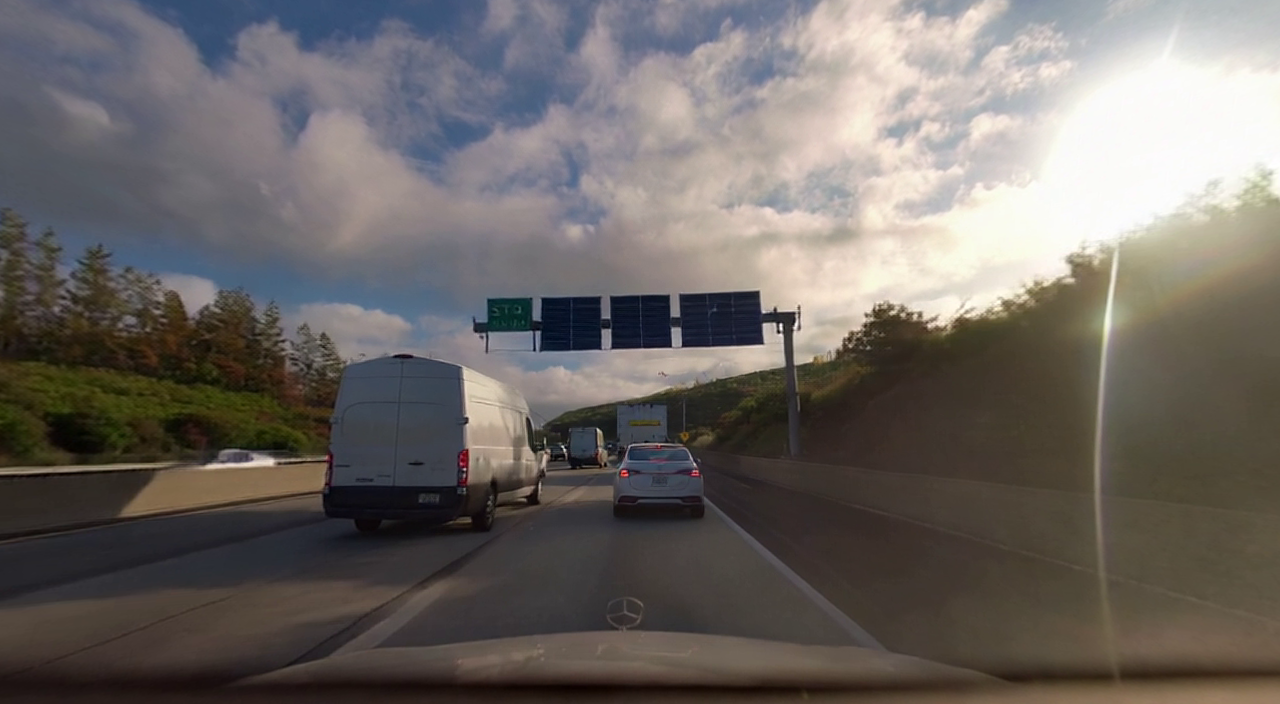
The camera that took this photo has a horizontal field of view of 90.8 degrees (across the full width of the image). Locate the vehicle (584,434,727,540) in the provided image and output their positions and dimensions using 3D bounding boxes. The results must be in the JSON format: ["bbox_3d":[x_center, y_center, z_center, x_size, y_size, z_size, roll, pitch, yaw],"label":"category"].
[{"bbox_3d":[0.210,2.224,10.900,2.063,1.507,3.488,0,-9,0],"label":"vehicle"}]

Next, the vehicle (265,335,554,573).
[{"bbox_3d":[-3.125,1.672,10.752,2.289,2.757,6.726,0,-9,0],"label":"vehicle"}]
